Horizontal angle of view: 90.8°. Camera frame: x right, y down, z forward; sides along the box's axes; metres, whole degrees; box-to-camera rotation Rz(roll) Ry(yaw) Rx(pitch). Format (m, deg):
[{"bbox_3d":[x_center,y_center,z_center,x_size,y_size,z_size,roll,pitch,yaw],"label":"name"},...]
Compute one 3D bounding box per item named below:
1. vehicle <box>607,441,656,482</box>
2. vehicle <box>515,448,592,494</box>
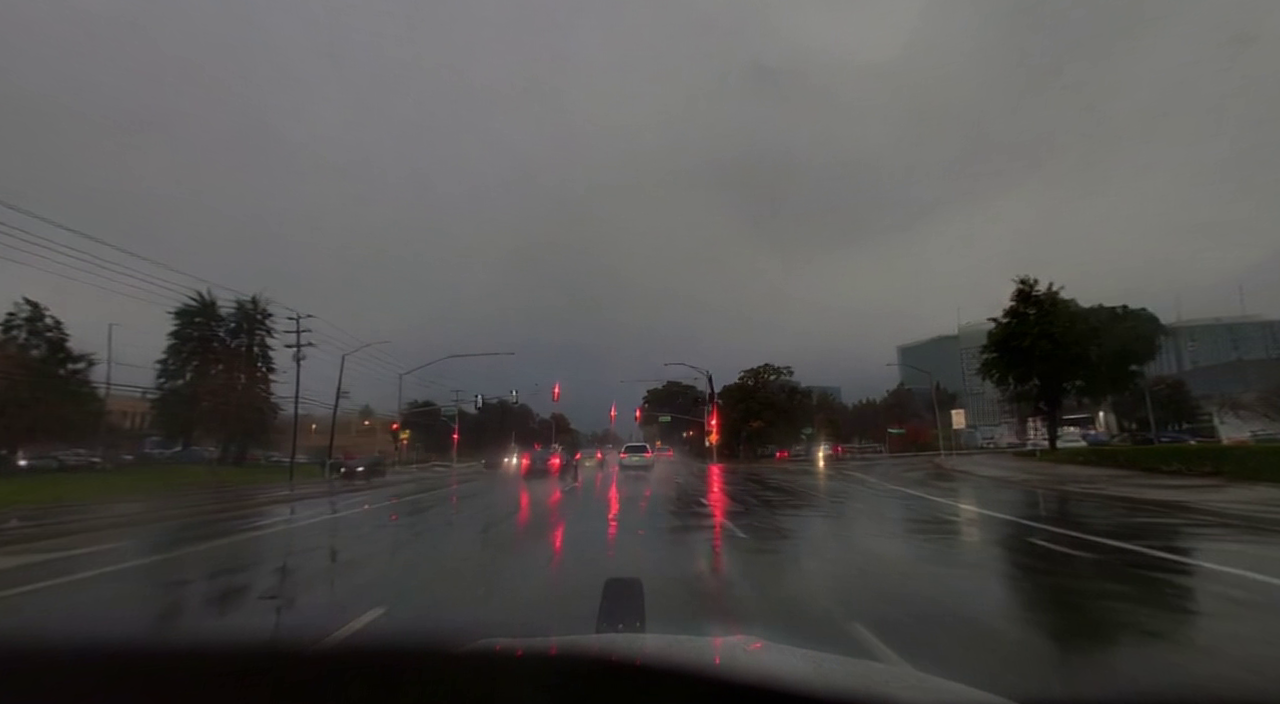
[{"bbox_3d":[-0.355,5.338,30.982,2.276,1.850,3.897,0,-8,1],"label":"vehicle"},{"bbox_3d":[-3.062,4.312,23.320,2.064,1.464,4.373,0,-8,2],"label":"vehicle"}]
